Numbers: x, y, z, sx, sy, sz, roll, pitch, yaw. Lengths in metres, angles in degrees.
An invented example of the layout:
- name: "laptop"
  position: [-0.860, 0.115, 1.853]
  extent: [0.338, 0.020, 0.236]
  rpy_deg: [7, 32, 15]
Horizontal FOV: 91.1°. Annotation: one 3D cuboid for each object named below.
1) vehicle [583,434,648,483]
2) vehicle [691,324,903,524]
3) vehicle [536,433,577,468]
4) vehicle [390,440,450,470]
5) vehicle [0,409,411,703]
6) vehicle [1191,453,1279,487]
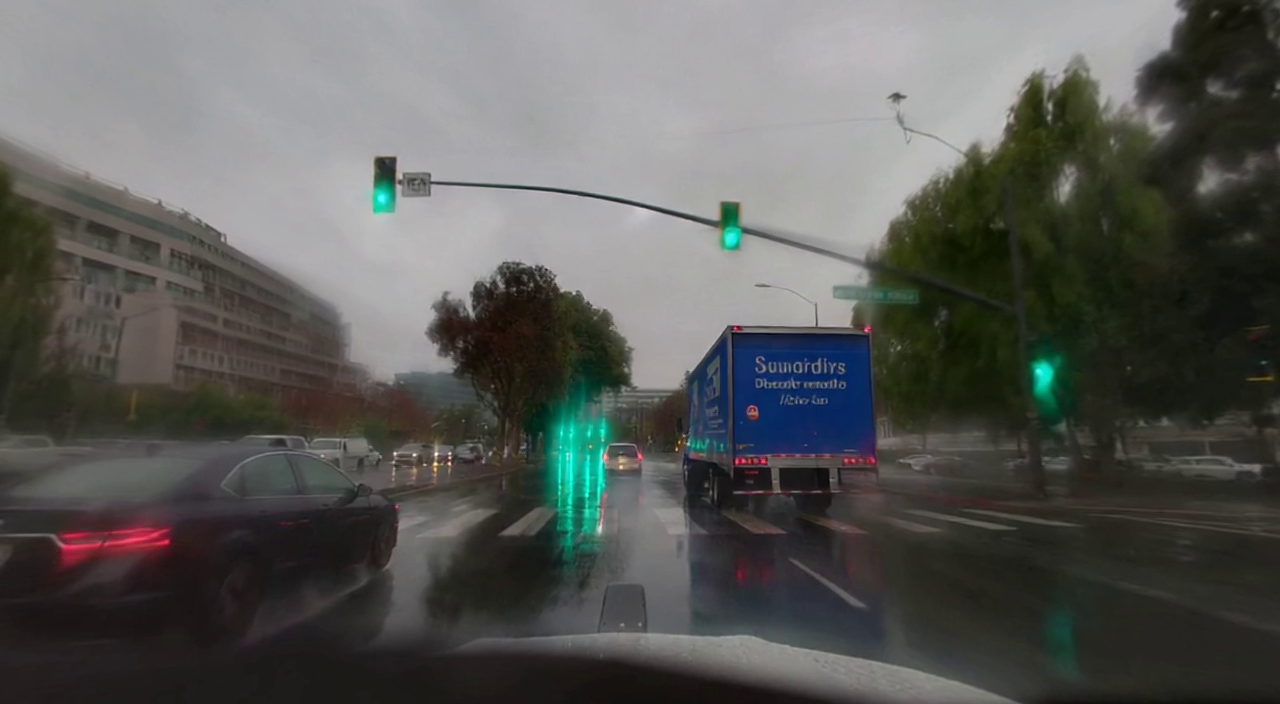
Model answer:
- name: "vehicle"
  position: [-1.056, 4.304, 25.640]
  extent: [2.388, 1.811, 4.455]
  rpy_deg: [1, -9, -4]
- name: "vehicle"
  position: [3.195, 1.907, 15.734]
  extent: [2.905, 3.644, 8.441]
  rpy_deg: [0, -9, -1]
- name: "vehicle"
  position: [-5.581, 6.660, 42.667]
  extent: [2.269, 2.181, 5.787]
  rpy_deg: [0, -9, -3]
- name: "vehicle"
  position: [-13.332, 6.263, 38.361]
  extent: [2.241, 1.705, 4.807]
  rpy_deg: [1, -9, -4]
- name: "vehicle"
  position: [-3.748, 1.386, 5.462]
  extent: [1.828, 1.515, 4.422]
  rpy_deg: [0, -9, 0]
- name: "vehicle"
  position: [32.182, 6.291, 33.765]
  extent: [4.767, 1.660, 2.089]
  rpy_deg: [5, -9, -28]
